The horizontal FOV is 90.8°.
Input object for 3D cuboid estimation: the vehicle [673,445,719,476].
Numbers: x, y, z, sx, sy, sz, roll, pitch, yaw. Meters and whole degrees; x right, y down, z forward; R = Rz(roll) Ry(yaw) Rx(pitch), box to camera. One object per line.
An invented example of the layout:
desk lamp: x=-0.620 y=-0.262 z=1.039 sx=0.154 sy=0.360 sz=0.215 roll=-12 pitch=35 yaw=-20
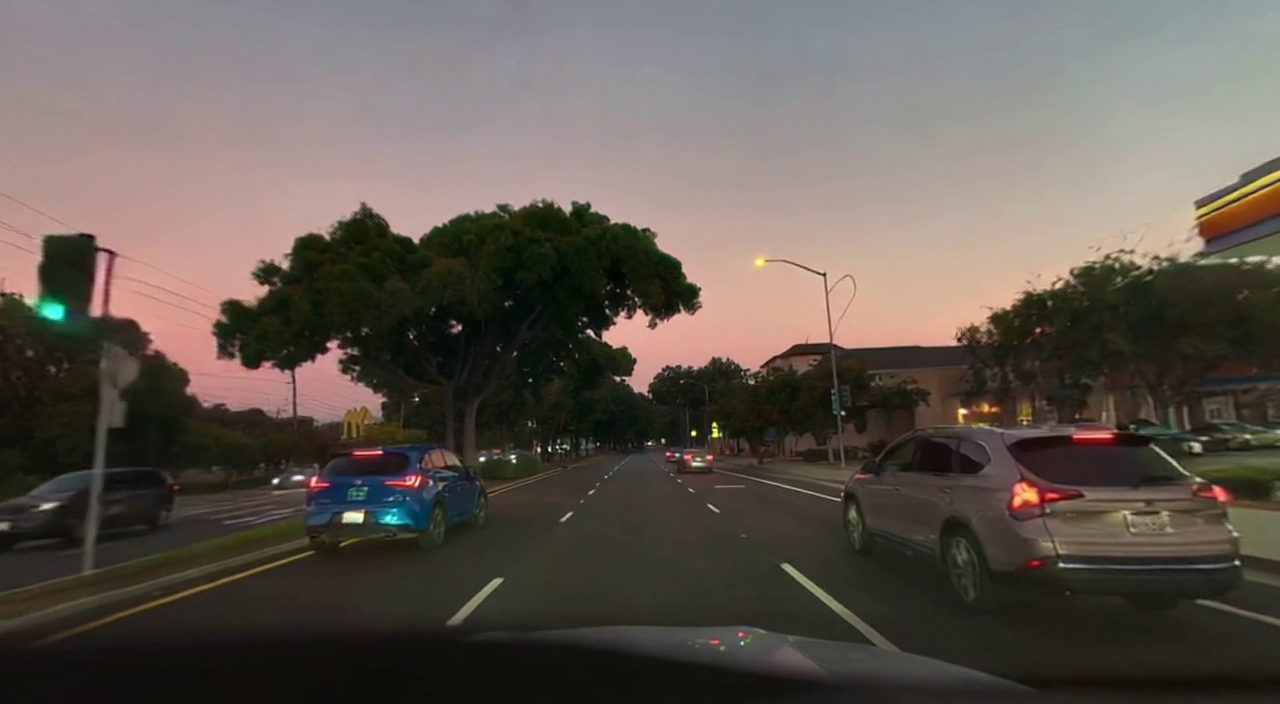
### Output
vehicle: x=3.240 y=6.366 z=37.256 sx=2.066 sy=1.699 sz=4.419 roll=0 pitch=-9 yaw=-3

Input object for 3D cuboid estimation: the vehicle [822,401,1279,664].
vehicle: x=3.564 y=1.476 z=6.322 sx=2.085 sy=1.655 sz=4.459 roll=0 pitch=-8 yaw=-1

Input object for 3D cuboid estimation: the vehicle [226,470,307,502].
vehicle: x=-21.283 y=7.650 z=36.269 sx=1.852 sy=1.484 sz=4.507 roll=0 pitch=-8 yaw=1

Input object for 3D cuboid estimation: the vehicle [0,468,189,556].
vehicle: x=-14.436 y=3.871 z=15.971 sx=2.014 sy=1.616 sz=5.527 roll=0 pitch=-8 yaw=-1

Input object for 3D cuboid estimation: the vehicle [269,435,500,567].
vehicle: x=-3.639 y=2.162 z=9.954 sx=1.935 sy=1.617 sz=4.045 roll=0 pitch=-8 yaw=0
